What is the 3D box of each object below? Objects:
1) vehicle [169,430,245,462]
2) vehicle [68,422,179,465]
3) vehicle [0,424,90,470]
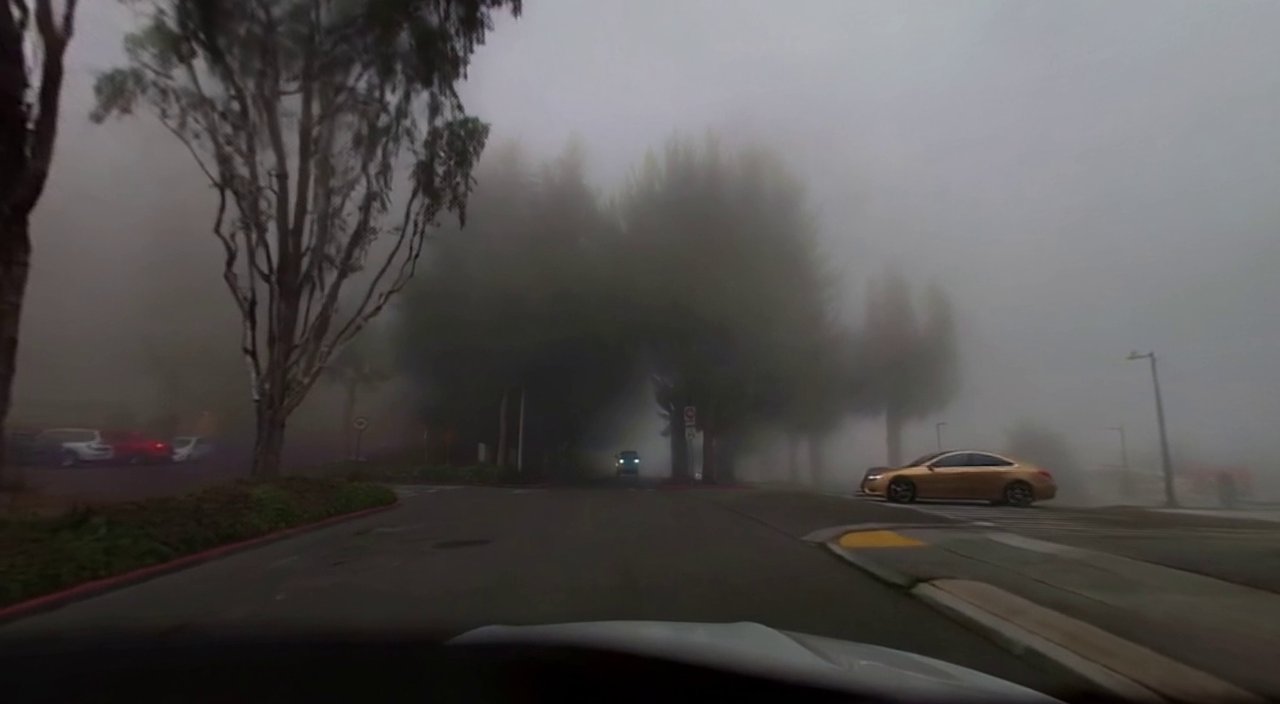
[{"bbox_3d":[-25.822,5.595,37.692,1.870,1.563,4.039,2,-5,-5],"label":"vehicle"},{"bbox_3d":[-22.514,4.085,27.640,1.675,1.587,3.980,-1,-11,-5],"label":"vehicle"},{"bbox_3d":[-22.291,3.384,22.460,1.838,1.518,4.074,0,-8,-5],"label":"vehicle"}]
